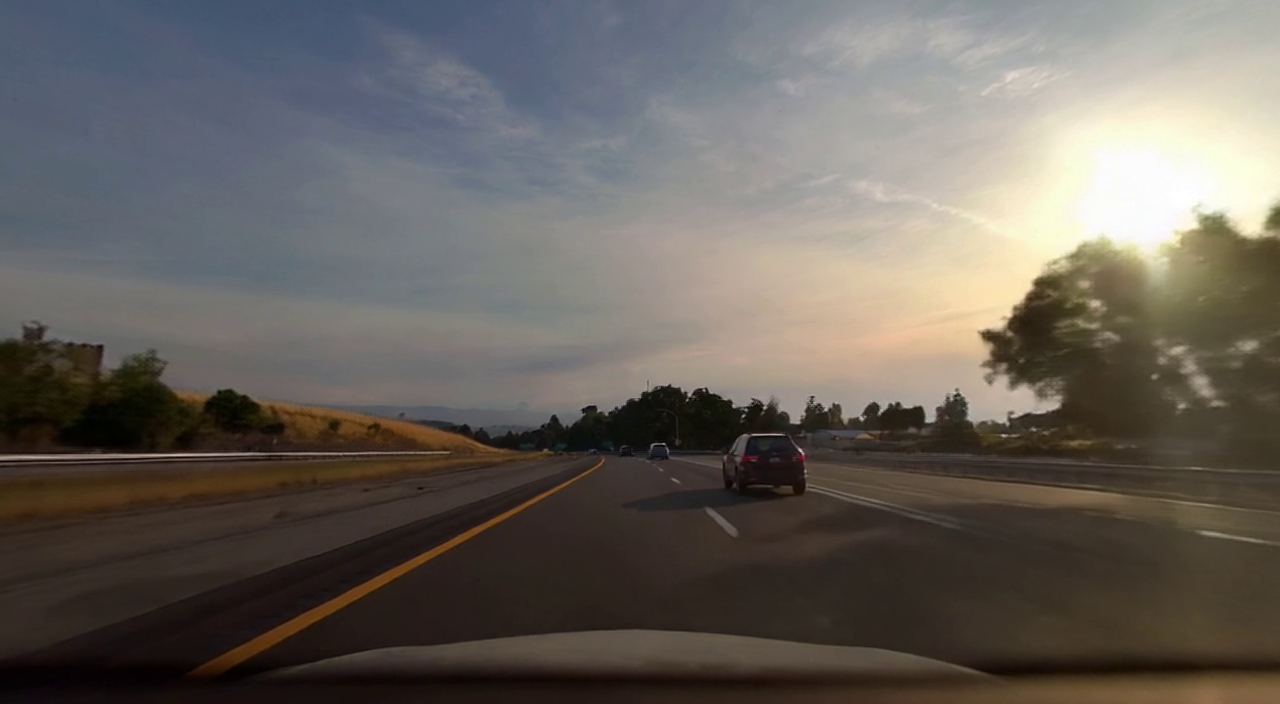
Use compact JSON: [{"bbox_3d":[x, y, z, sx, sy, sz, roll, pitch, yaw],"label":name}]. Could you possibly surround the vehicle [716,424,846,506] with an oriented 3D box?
[{"bbox_3d":[3.403,2.847,16.390,2.141,1.785,4.778,0,-8,-2],"label":"vehicle"}]
